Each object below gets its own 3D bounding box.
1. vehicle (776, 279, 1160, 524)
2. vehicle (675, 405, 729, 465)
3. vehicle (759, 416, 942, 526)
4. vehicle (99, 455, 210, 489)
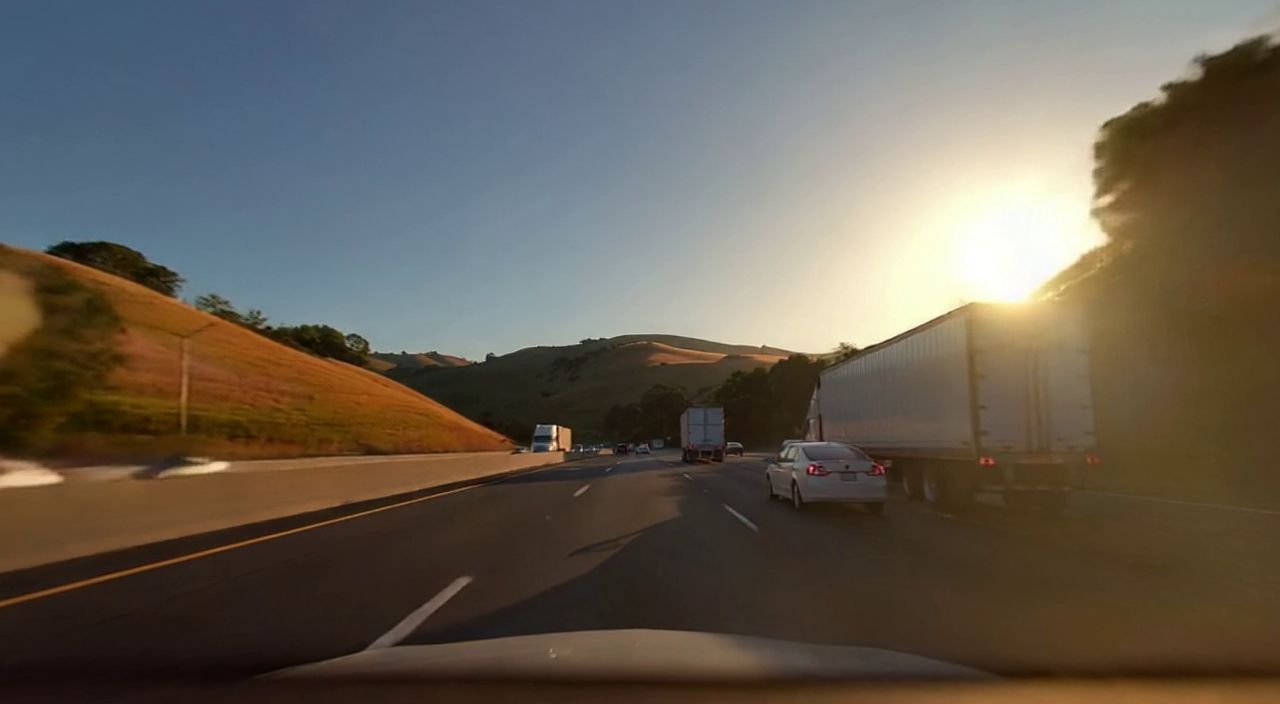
[{"bbox_3d":[7.263,1.996,18.804,2.947,4.199,16.175,0,-9,1],"label":"vehicle"},{"bbox_3d":[4.471,6.403,47.896,3.049,3.968,10.706,0,-9,0],"label":"vehicle"},{"bbox_3d":[3.750,2.220,12.187,2.055,1.737,4.224,0,-9,0],"label":"vehicle"},{"bbox_3d":[-24.056,5.922,31.465,1.865,1.484,4.546,0,-9,1],"label":"vehicle"}]
